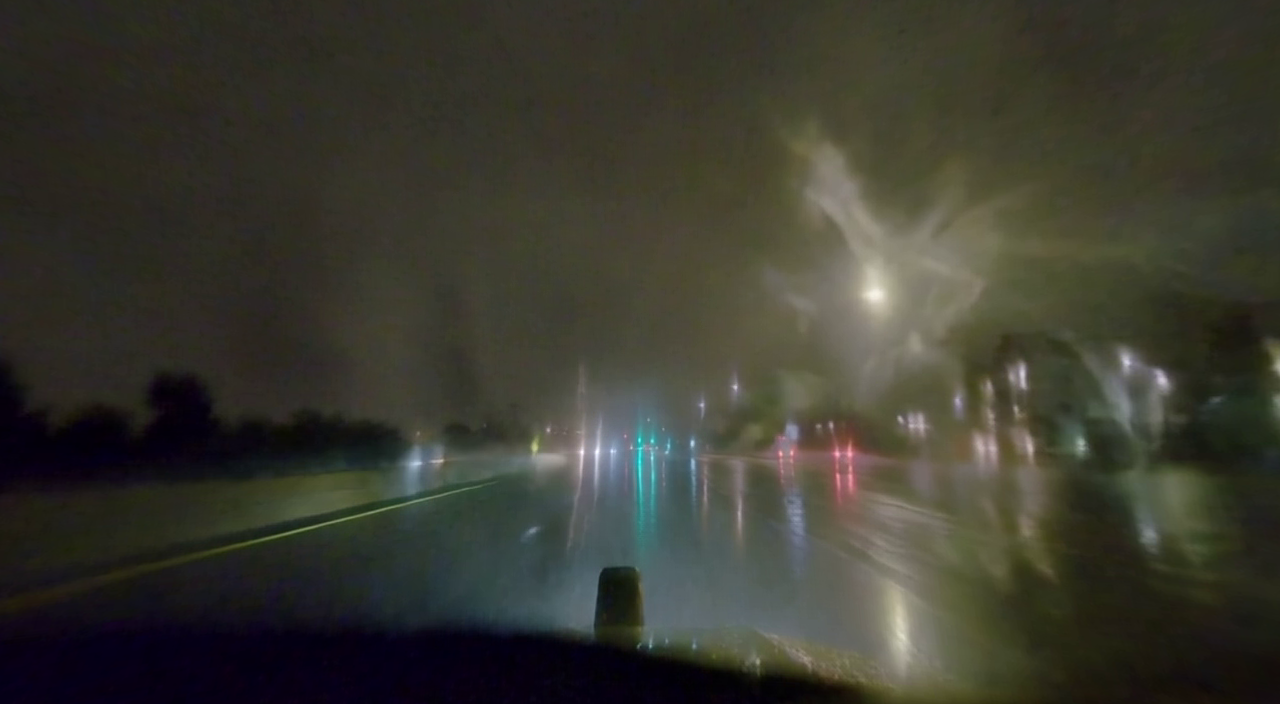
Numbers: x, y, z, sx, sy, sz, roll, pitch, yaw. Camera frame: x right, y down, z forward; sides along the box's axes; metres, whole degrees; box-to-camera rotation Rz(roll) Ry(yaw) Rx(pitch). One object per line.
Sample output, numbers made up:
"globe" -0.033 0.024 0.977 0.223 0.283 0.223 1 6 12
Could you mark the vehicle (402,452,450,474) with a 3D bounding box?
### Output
"vehicle" -16.086 8.342 47.665 1.879 1.491 4.801 0 -9 1
